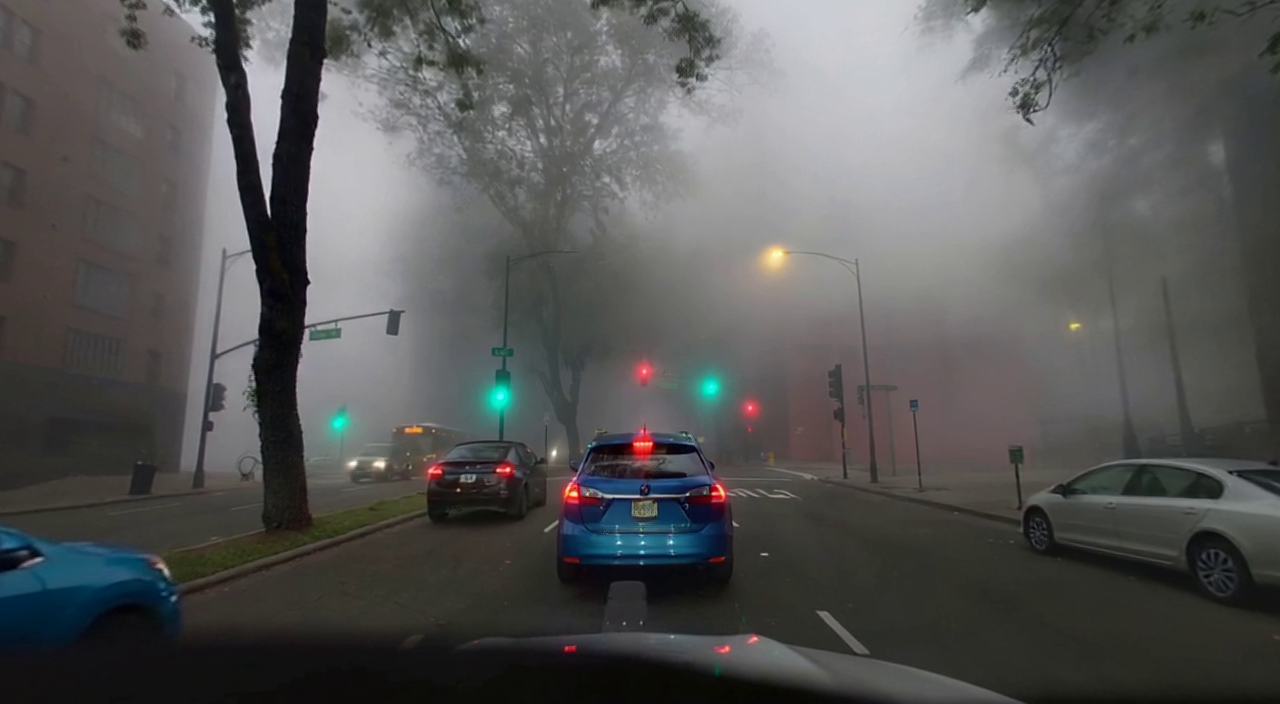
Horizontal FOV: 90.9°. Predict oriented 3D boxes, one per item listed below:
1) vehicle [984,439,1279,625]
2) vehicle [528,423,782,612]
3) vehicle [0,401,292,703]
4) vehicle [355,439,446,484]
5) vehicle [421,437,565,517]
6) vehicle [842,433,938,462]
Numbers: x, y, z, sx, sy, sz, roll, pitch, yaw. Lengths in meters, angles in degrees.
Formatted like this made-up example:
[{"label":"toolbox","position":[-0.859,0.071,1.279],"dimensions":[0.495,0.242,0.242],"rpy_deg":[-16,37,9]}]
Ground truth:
[{"label":"vehicle","position":[5.996,1.706,6.891],"dimensions":[1.873,1.453,4.579],"rpy_deg":[0,-9,0]},{"label":"vehicle","position":[0.103,1.597,6.897],"dimensions":[2.022,1.481,3.564],"rpy_deg":[0,-9,-1]},{"label":"vehicle","position":[-3.086,0.831,1.500],"dimensions":[1.970,1.492,4.534],"rpy_deg":[0,-9,-1]},{"label":"vehicle","position":[-9.845,4.509,26.318],"dimensions":[2.012,1.703,4.360],"rpy_deg":[0,-9,1]},{"label":"vehicle","position":[-3.012,2.665,13.981],"dimensions":[2.131,1.486,4.089],"rpy_deg":[0,-9,1]},{"label":"vehicle","position":[16.393,6.269,41.510],"dimensions":[5.345,1.811,2.175],"rpy_deg":[0,-9,-1]}]
